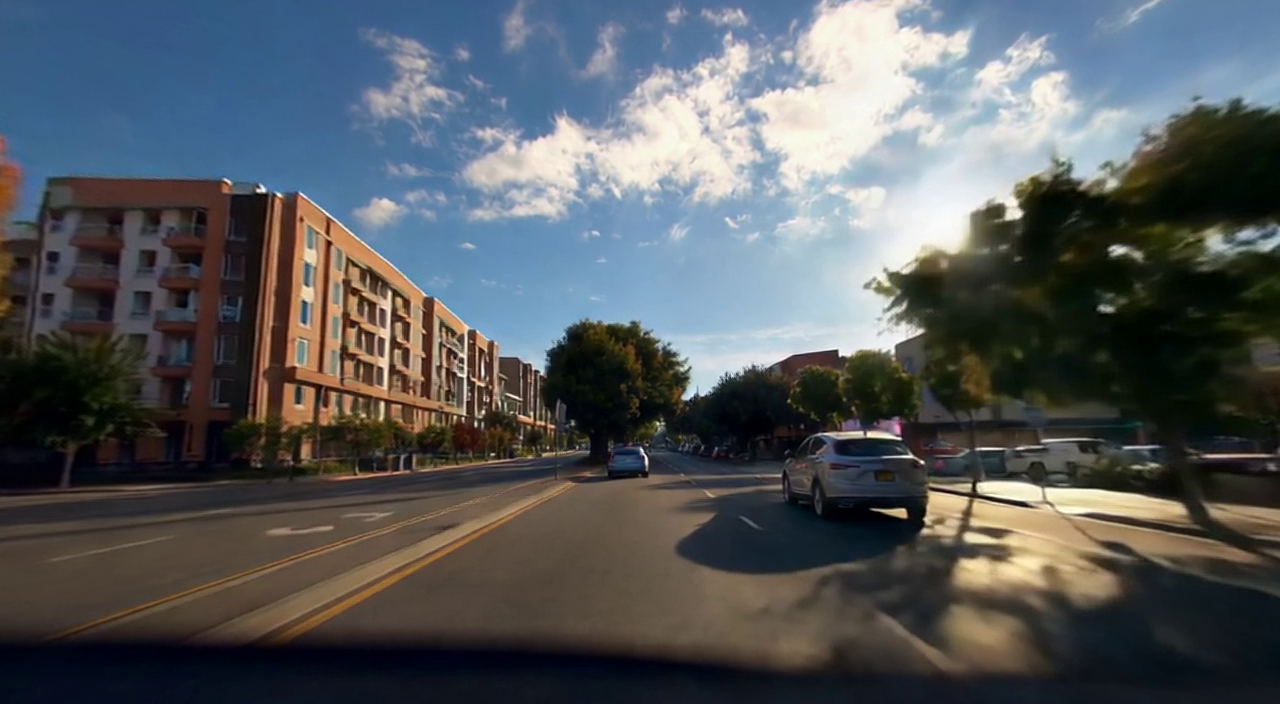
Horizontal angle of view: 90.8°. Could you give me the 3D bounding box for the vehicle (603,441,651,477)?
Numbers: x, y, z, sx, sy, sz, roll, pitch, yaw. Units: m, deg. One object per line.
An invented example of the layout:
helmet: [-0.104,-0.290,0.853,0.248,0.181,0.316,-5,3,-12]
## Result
vehicle: [-0.530,4.728,28.178,2.006,1.487,3.535,0,-9,1]

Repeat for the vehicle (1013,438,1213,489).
vehicle: [14.551,3.426,19.640,4.607,1.466,2.053,0,-9,-3]

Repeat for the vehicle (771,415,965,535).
vehicle: [3.744,2.099,11.289,1.949,1.723,4.020,0,-9,0]
